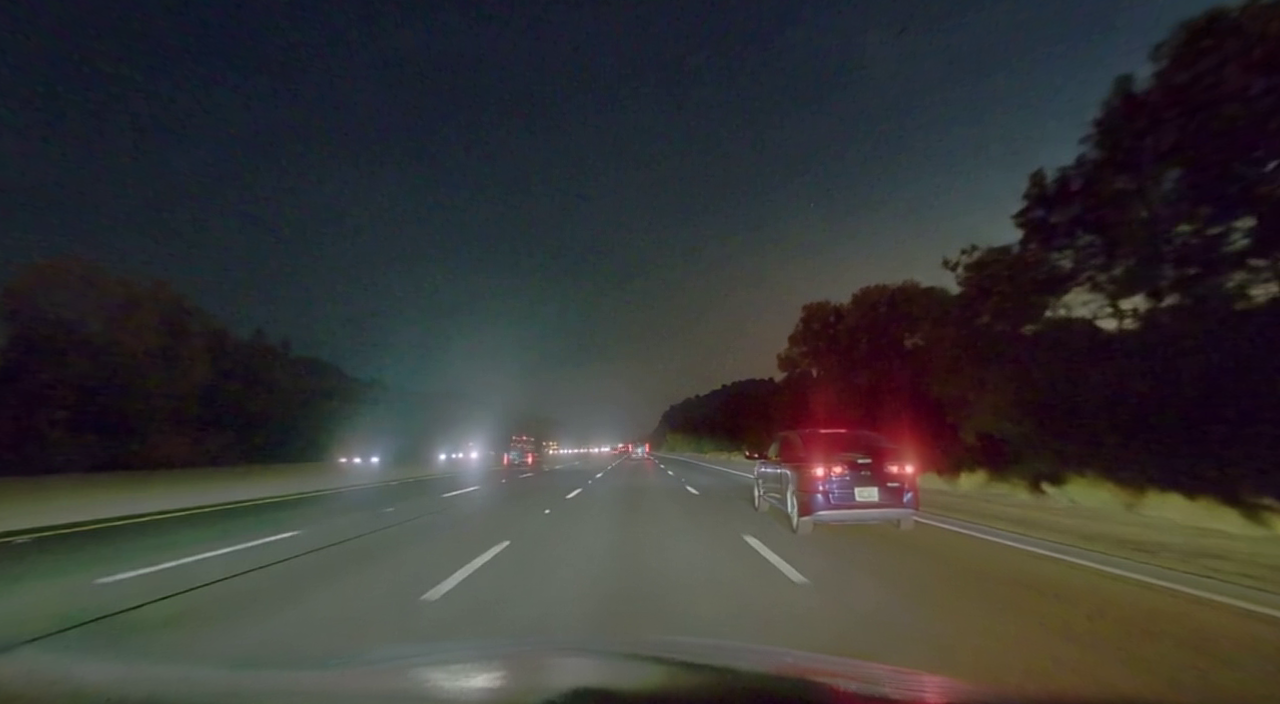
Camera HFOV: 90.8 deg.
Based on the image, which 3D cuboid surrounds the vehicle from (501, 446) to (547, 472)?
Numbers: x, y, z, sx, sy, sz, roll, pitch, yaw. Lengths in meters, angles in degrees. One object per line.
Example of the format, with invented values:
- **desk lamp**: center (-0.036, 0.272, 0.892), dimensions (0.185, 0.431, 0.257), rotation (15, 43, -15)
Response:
- **vehicle**: center (-7.242, 6.731, 39.880), dimensions (1.973, 1.494, 4.419), rotation (0, -9, 1)

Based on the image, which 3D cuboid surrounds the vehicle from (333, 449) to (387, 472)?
- **vehicle**: center (-19.087, 7.395, 43.135), dimensions (1.780, 1.466, 3.993), rotation (0, -9, 1)
